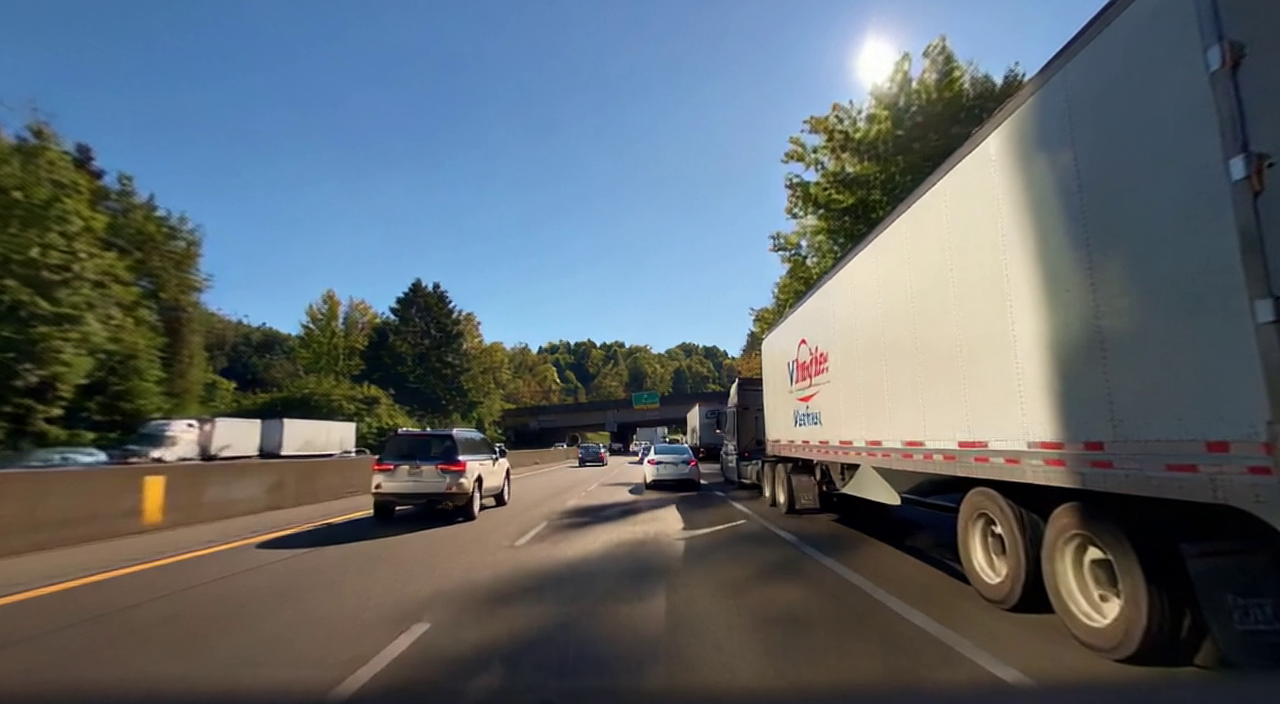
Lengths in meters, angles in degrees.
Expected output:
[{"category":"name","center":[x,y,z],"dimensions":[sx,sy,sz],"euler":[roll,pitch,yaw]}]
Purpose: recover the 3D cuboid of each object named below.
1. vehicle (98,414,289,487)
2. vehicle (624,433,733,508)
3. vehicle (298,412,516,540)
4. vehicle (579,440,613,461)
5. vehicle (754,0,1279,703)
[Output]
[{"category":"vehicle","center":[-18.221,4.067,26.518],"dimensions":[2.563,2.628,7.235],"euler":[0,-8,2]},{"category":"vehicle","center":[0.746,2.680,14.901],"dimensions":[2.200,1.495,4.282],"euler":[0,-8,-1]},{"category":"vehicle","center":[-3.645,2.012,10.954],"dimensions":[2.006,1.729,4.447],"euler":[0,-8,1]},{"category":"vehicle","center":[-3.322,7.533,48.331],"dimensions":[2.181,1.538,4.169],"euler":[0,-8,2]},{"category":"vehicle","center":[4.532,0.361,8.708],"dimensions":[2.967,4.347,15.373],"euler":[0,-8,0]}]
